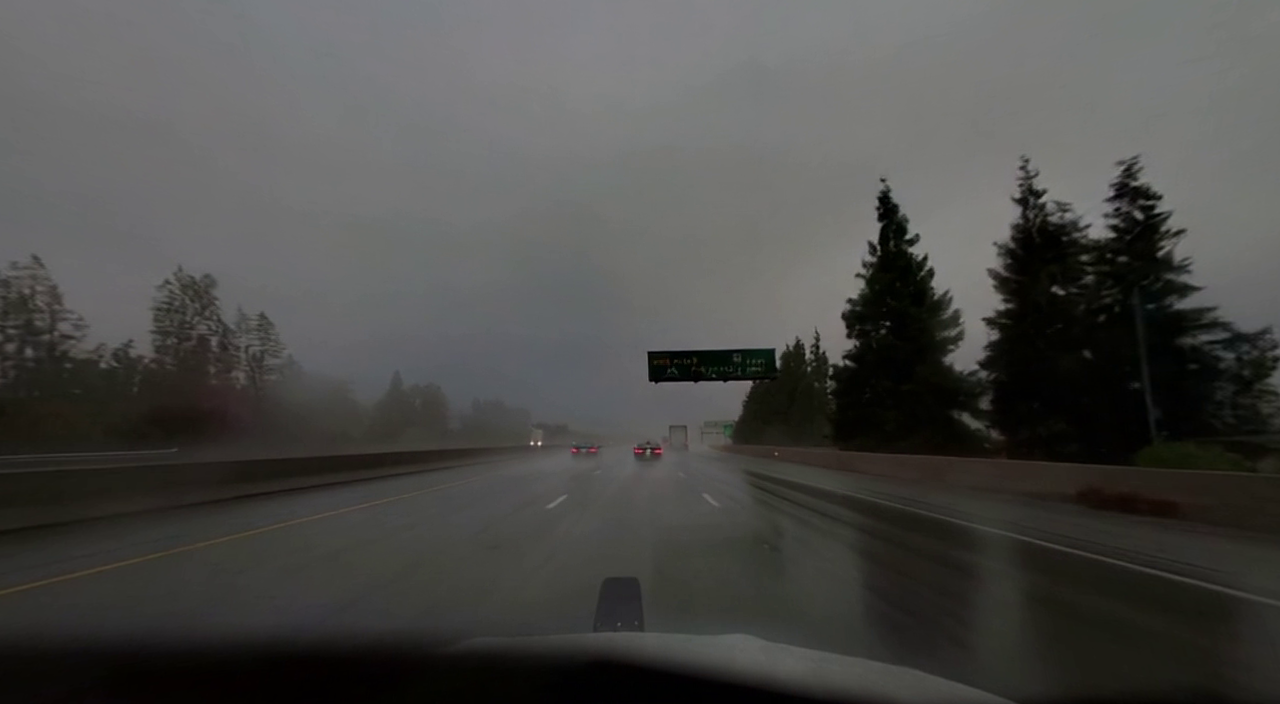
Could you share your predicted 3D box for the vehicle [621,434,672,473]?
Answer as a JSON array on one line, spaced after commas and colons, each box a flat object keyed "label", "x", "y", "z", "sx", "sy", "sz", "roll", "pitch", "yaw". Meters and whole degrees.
[{"label": "vehicle", "x": 0.258, "y": 4.365, "z": 27.204, "sx": 2.049, "sy": 1.542, "sz": 3.816, "roll": 0, "pitch": -8, "yaw": 0}]

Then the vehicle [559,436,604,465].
[{"label": "vehicle", "x": -3.371, "y": 5.759, "z": 37.000, "sx": 2.066, "sy": 1.561, "sz": 4.495, "roll": 0, "pitch": -8, "yaw": 1}]
